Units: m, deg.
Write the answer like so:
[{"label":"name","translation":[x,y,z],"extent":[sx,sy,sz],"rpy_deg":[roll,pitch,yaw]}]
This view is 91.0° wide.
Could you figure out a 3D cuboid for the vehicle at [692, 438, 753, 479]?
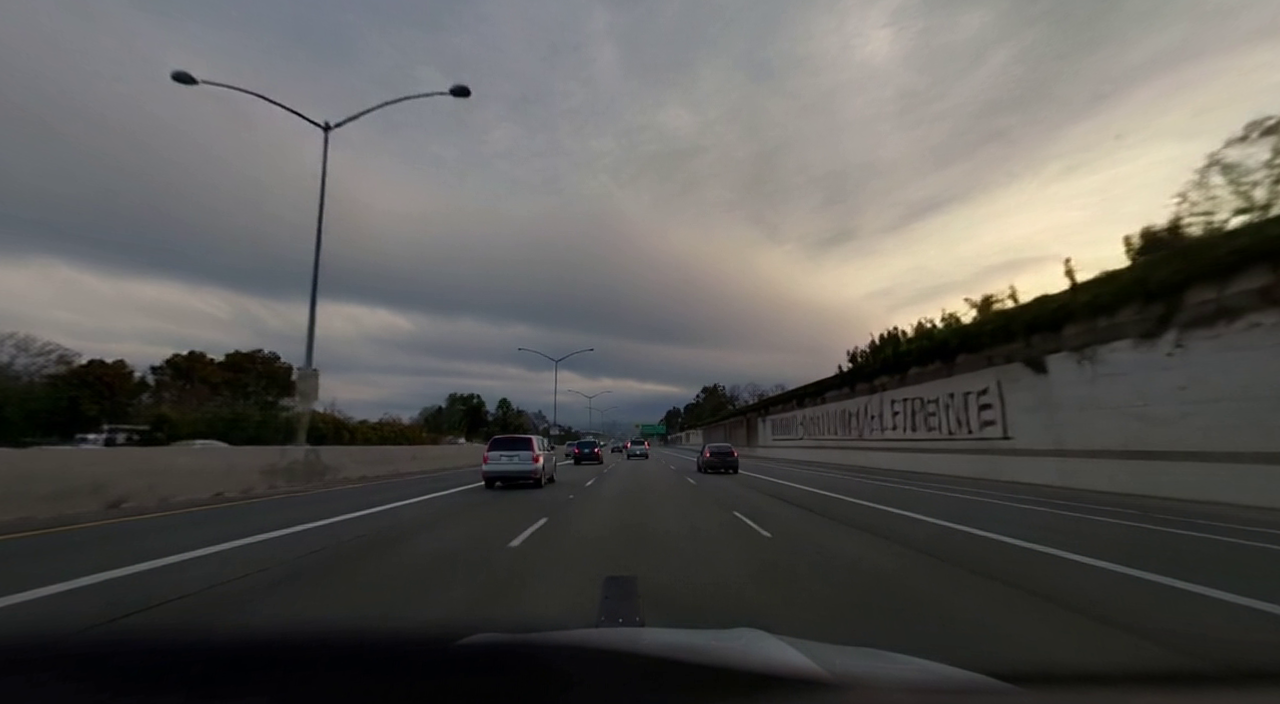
[{"label":"vehicle","translation":[3.838,5.053,30.130],"extent":[2.224,1.752,4.487],"rpy_deg":[0,-9,-1]}]

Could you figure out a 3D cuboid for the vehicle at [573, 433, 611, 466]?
[{"label":"vehicle","translation":[-3.372,7.048,45.472],"extent":[2.378,2.214,4.352],"rpy_deg":[0,-9,0]}]

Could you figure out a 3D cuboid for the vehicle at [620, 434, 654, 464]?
[{"label":"vehicle","translation":[-0.197,7.525,48.867],"extent":[2.485,2.215,5.199],"rpy_deg":[0,-9,0]}]

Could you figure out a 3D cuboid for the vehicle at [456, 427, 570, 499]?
[{"label":"vehicle","translation":[-3.544,3.232,18.791],"extent":[2.184,1.819,5.441],"rpy_deg":[0,-9,1]}]
